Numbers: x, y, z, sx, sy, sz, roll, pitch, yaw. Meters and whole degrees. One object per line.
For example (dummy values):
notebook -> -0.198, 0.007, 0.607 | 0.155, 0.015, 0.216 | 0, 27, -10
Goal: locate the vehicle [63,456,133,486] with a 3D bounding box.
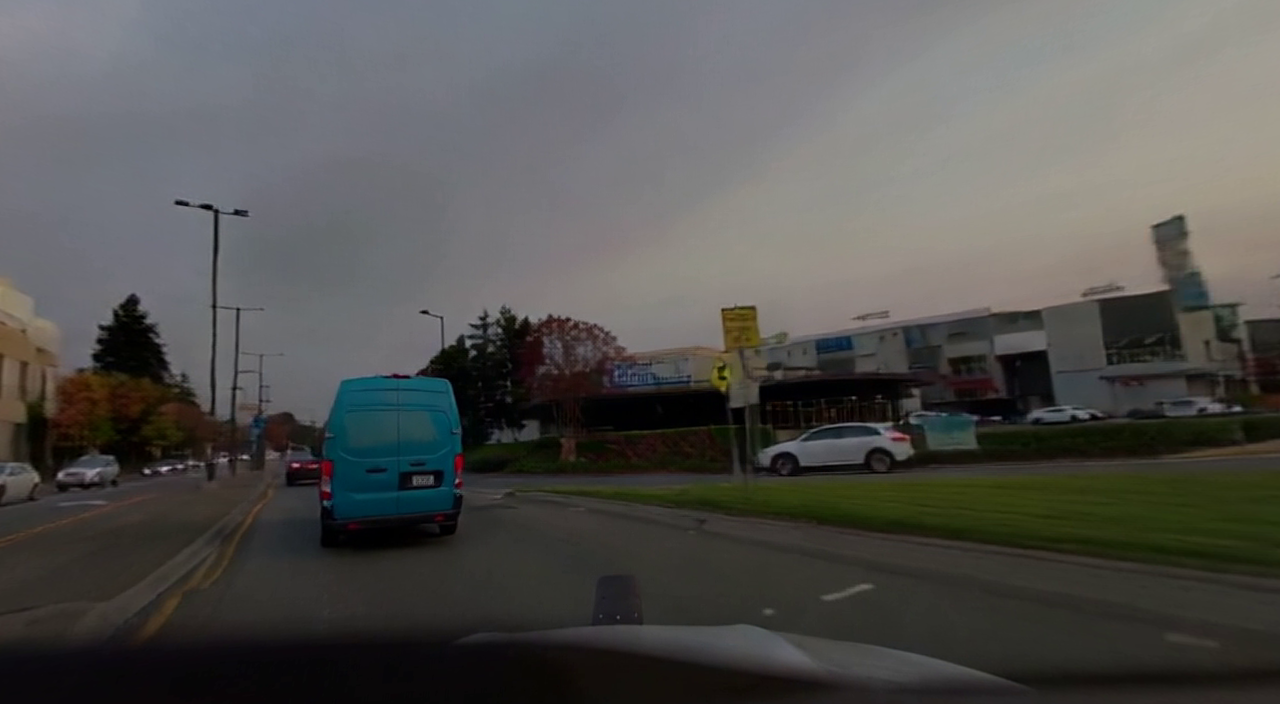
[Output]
vehicle -> -33.829, 7.389, 39.274 | 1.938, 1.688, 4.523 | 3, -9, -23

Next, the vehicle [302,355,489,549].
vehicle -> -4.735, 1.801, 11.611 | 2.432, 2.624, 5.670 | 4, -10, -27

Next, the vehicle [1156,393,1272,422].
vehicle -> 36.411, 3.613, 39.916 | 2.003, 1.520, 4.883 | 4, -10, -26

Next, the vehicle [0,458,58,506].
vehicle -> -24.831, 5.095, 24.481 | 2.114, 1.668, 3.747 | -1, -8, -28

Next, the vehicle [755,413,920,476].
vehicle -> 5.461, 2.632, 17.662 | 4.109, 1.592, 2.008 | -3, -9, 16
